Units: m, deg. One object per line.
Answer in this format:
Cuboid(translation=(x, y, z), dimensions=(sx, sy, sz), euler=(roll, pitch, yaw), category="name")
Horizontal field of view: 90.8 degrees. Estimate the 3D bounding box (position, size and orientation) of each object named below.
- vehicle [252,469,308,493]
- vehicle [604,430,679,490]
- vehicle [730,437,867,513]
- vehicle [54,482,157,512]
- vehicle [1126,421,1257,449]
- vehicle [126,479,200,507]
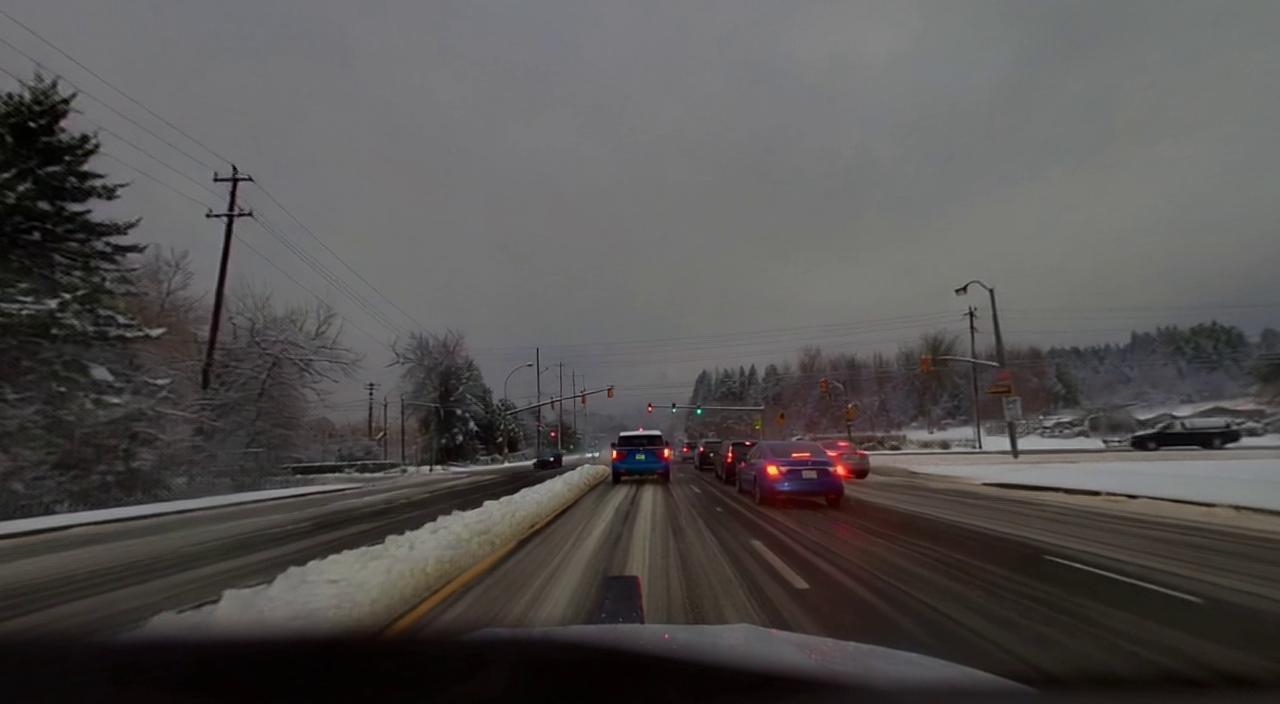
Cuboid(translation=(-25.967, 9.298, 45.566), dimensions=(3.826, 1.522, 1.741), euler=(-8, -11, 29), category="vehicle")
Cuboid(translation=(0.024, 3.631, 21.553), dimensions=(2.300, 1.821, 4.254), euler=(0, -9, -1), category="vehicle")
Cuboid(translation=(3.417, 2.758, 14.652), dimensions=(1.984, 1.462, 4.513), euler=(0, -9, 0), category="vehicle")
Cuboid(translation=(-32.280, 8.756, 38.264), dimensions=(4.224, 1.614, 2.123), euler=(0, -9, -1), category="vehicle")
Cuboid(translation=(41.084, 6.275, 47.443), dimensions=(7.088, 1.918, 2.678), euler=(-7, -10, 37), category="vehicle")
Cuboid(translation=(-33.082, 9.764, 43.852), dimensions=(3.637, 1.483, 2.007), euler=(-3, -5, 2), category="vehicle")
